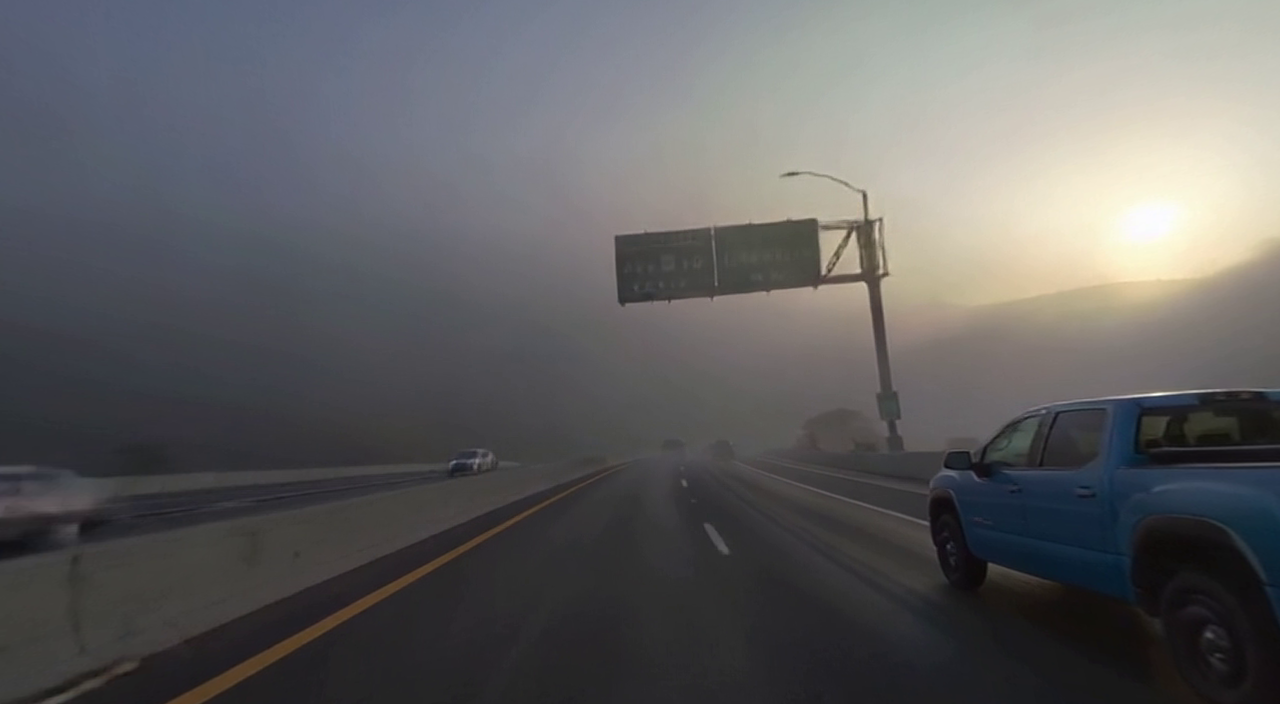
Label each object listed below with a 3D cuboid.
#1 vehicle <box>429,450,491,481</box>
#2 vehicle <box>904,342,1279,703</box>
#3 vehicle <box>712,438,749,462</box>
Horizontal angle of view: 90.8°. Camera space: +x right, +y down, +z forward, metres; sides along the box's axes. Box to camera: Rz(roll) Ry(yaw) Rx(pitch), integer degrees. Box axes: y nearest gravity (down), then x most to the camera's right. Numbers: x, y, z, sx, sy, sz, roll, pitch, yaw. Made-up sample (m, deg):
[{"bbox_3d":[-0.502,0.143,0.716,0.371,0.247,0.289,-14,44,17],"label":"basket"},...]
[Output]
[{"bbox_3d":[-9.919,6.288,35.227,1.934,1.602,4.199,-1,-9,4],"label":"vehicle"},{"bbox_3d":[3.746,1.021,3.884,2.151,1.744,4.709,0,-9,0],"label":"vehicle"},{"bbox_3d":[6.477,7.096,45.704,2.249,1.635,4.118,-1,-9,3],"label":"vehicle"}]
